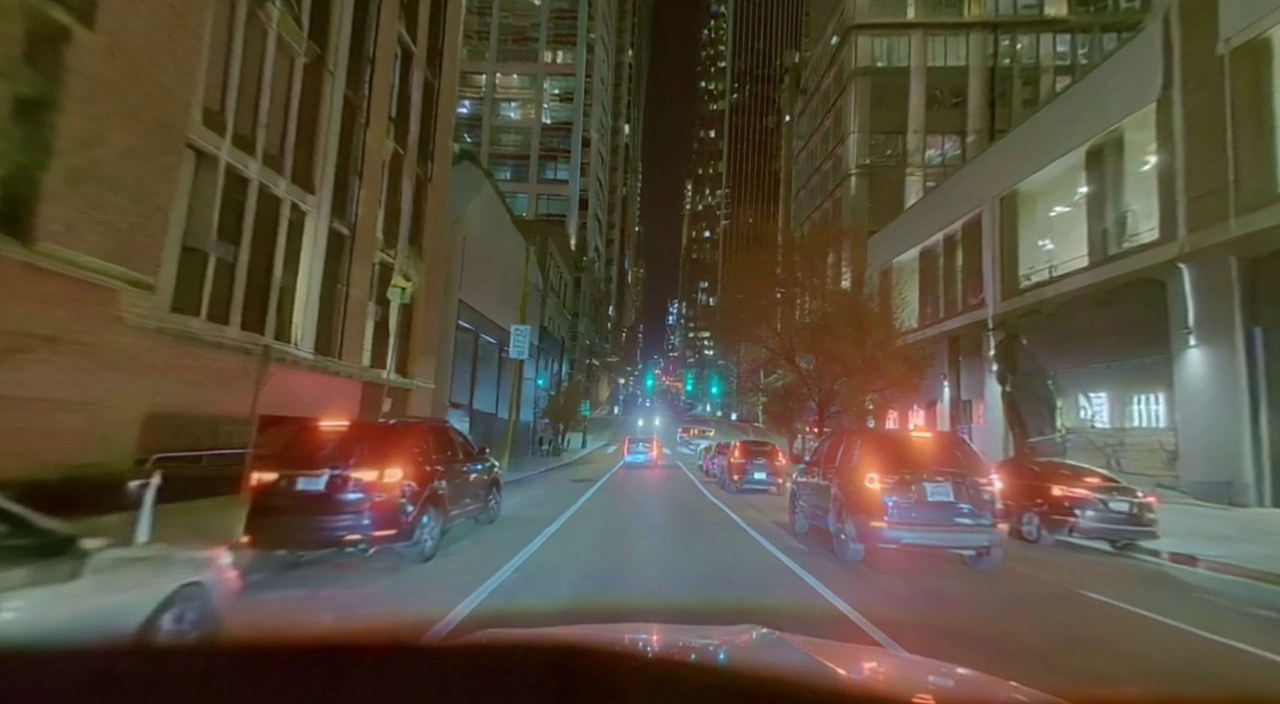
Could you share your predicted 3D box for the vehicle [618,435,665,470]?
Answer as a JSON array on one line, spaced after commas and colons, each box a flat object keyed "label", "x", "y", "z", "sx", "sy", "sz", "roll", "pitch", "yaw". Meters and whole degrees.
[{"label": "vehicle", "x": 0.081, "y": 4.620, "z": 29.030, "sx": 2.007, "sy": 1.460, "sz": 3.923, "roll": 0, "pitch": -8, "yaw": 0}]

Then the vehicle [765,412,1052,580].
[{"label": "vehicle", "x": 3.230, "y": 1.815, "z": 8.806, "sx": 2.002, "sy": 1.707, "sz": 4.547, "roll": 0, "pitch": -8, "yaw": 0}]

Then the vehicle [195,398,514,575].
[{"label": "vehicle", "x": -3.260, "y": 1.638, "z": 8.461, "sx": 2.128, "sy": 1.725, "sz": 4.471, "roll": 0, "pitch": -8, "yaw": 1}]

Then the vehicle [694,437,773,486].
[{"label": "vehicle", "x": 3.076, "y": 3.682, "z": 21.549, "sx": 1.966, "sy": 1.475, "sz": 4.528, "roll": 0, "pitch": -8, "yaw": -1}]

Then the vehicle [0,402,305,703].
[{"label": "vehicle", "x": -3.146, "y": 0.860, "z": 1.840, "sx": 1.926, "sy": 1.456, "sz": 4.313, "roll": 0, "pitch": -8, "yaw": 0}]

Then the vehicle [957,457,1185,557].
[{"label": "vehicle", "x": 8.824, "y": 3.133, "z": 13.431, "sx": 1.893, "sy": 1.663, "sz": 4.257, "roll": 0, "pitch": -8, "yaw": 1}]
